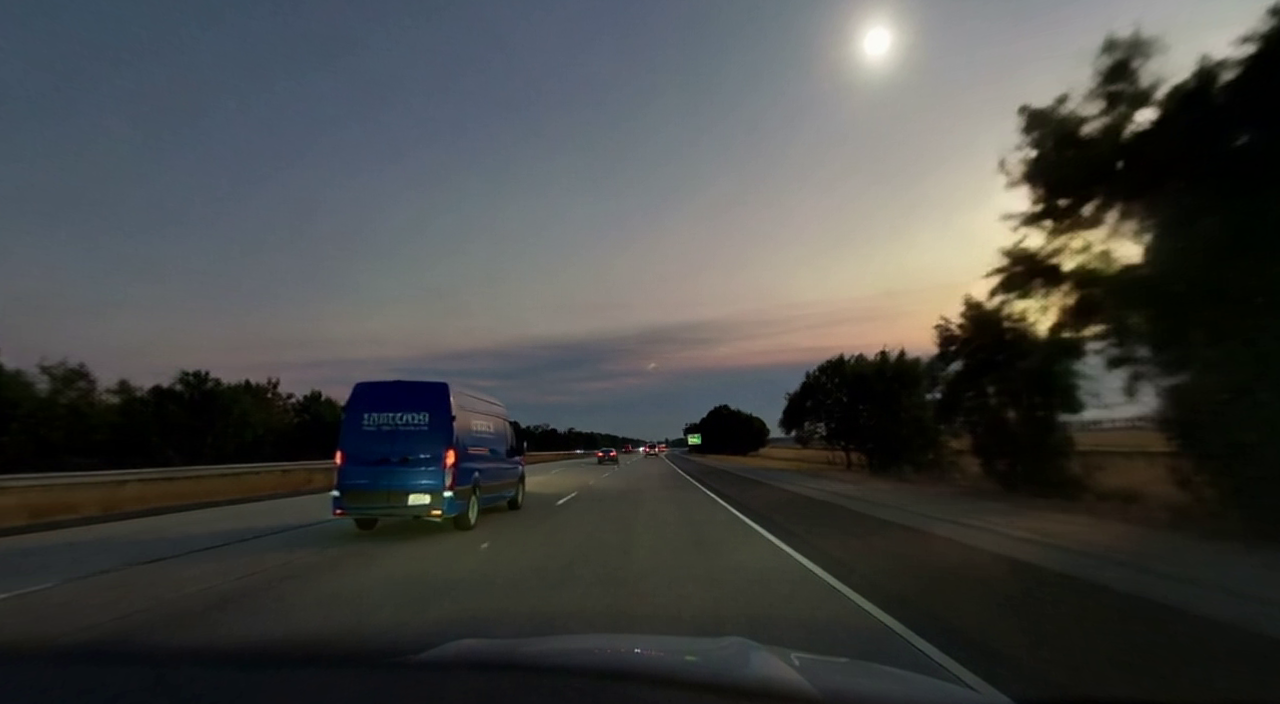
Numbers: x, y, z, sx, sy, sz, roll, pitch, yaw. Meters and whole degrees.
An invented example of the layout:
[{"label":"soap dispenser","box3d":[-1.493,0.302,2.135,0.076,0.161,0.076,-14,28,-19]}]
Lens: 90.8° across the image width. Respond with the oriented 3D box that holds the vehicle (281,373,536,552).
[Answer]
[{"label":"vehicle","box3d":[-3.510,1.855,11.076,2.360,2.367,5.223,0,-9,1]}]
